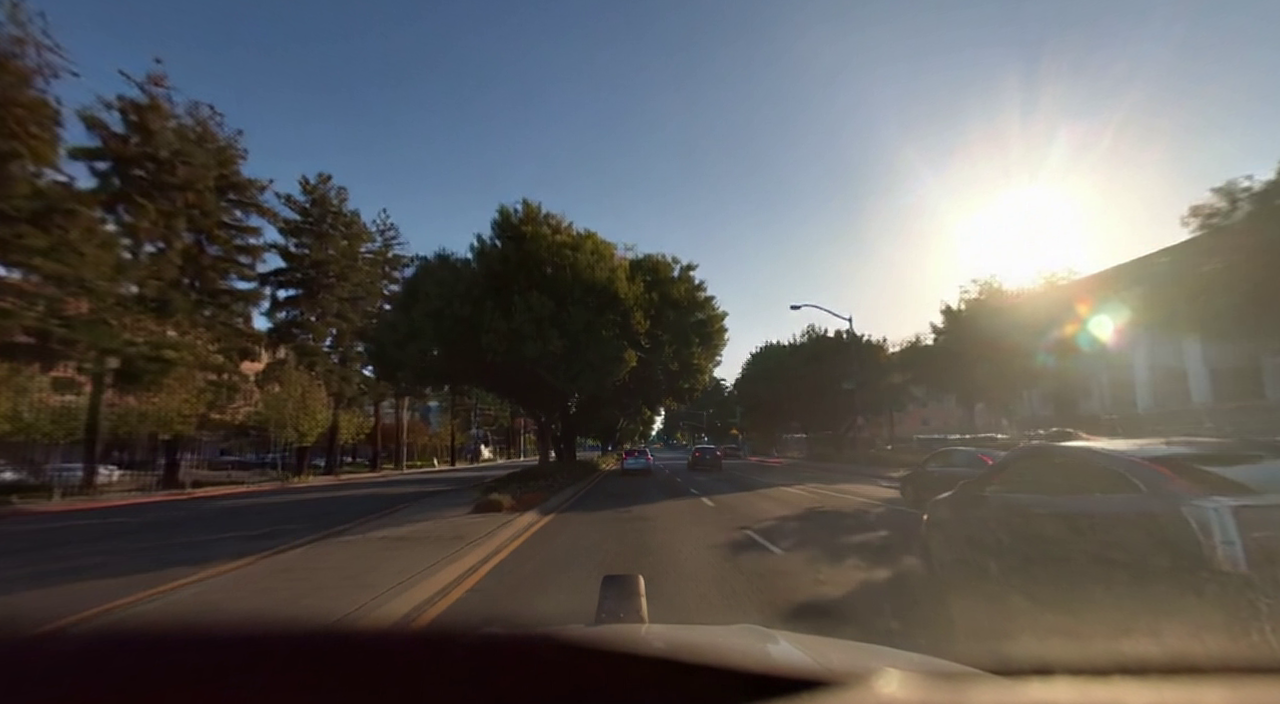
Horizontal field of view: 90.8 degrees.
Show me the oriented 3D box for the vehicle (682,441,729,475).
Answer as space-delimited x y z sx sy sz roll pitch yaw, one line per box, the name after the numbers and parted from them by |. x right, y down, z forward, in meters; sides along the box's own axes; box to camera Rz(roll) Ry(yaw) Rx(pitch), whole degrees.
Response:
3.522 5.836 34.955 2.036 1.757 4.300 0 -9 -1 | vehicle

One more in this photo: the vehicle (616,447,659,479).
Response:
-0.143 5.587 32.078 2.054 1.446 3.969 -1 -9 -1 | vehicle

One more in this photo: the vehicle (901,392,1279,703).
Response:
3.656 1.210 4.445 1.937 1.538 3.832 -1 -9 -1 | vehicle
